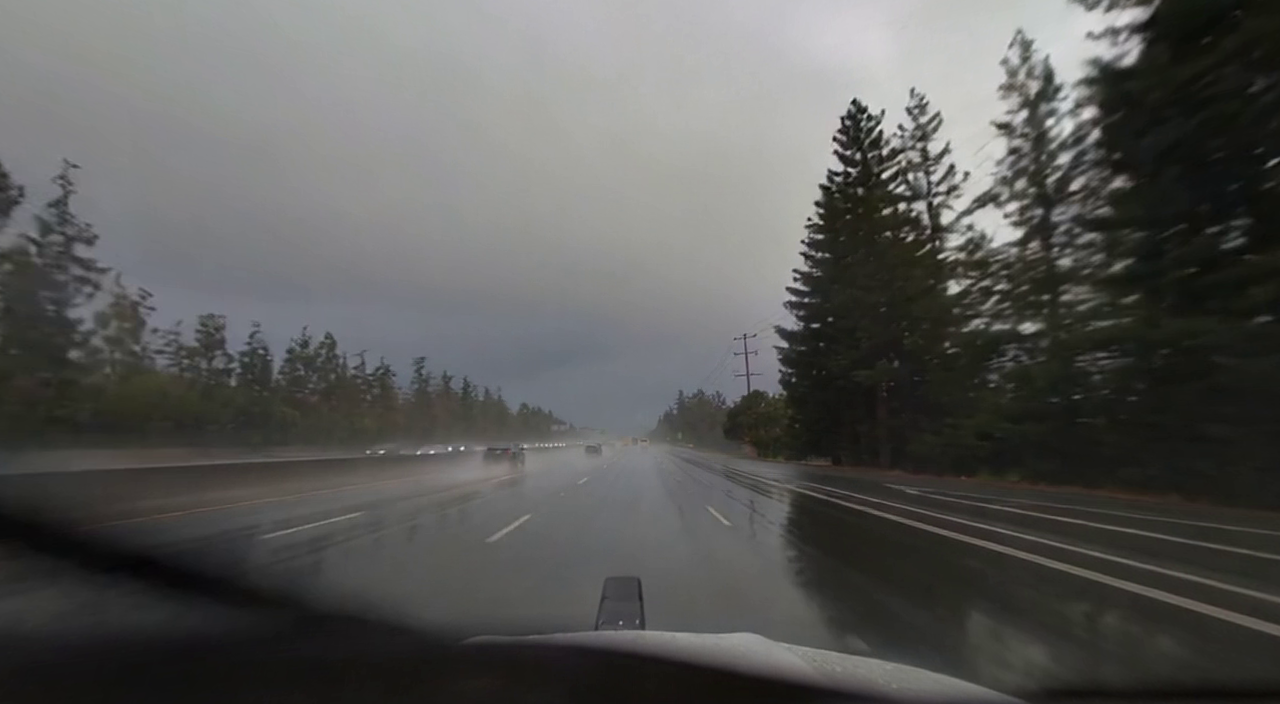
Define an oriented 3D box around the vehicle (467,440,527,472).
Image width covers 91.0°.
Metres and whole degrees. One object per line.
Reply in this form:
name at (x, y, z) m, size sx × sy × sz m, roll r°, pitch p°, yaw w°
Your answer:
vehicle at (-7.427, 5.480, 33.224) m, size 2.034 × 1.563 × 4.476 m, roll 0°, pitch -9°, yaw 1°
